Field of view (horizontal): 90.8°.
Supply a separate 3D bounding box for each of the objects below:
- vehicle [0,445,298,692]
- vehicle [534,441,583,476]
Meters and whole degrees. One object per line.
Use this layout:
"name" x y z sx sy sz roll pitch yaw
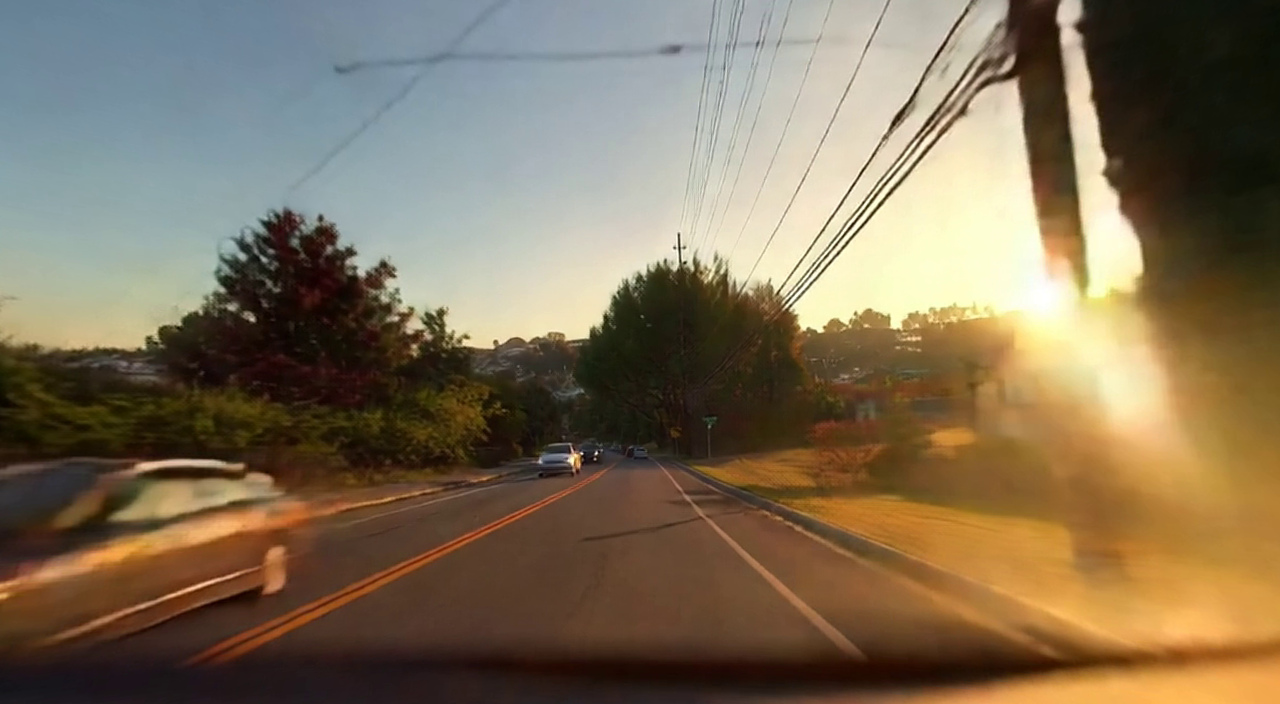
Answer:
"vehicle" -4.854 1.450 4.749 2.069 1.471 4.226 -1 -9 2
"vehicle" -4.571 6.054 36.140 2.225 1.872 4.588 0 -9 0
